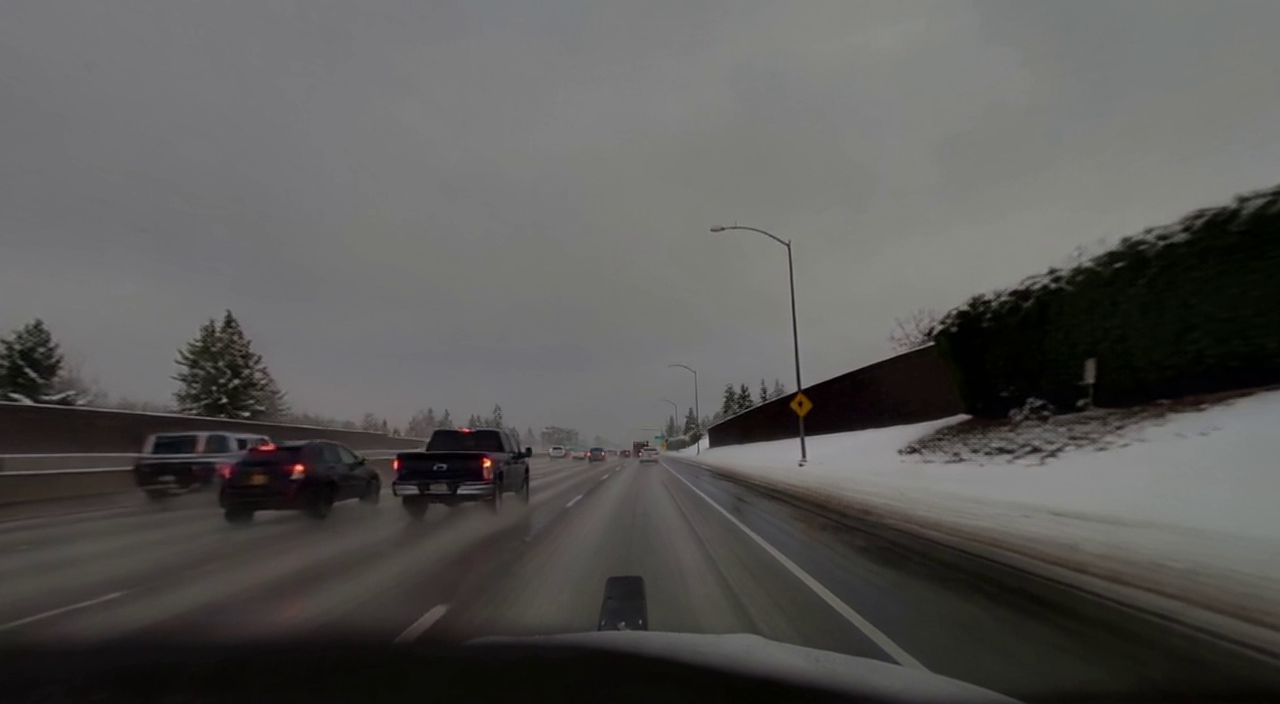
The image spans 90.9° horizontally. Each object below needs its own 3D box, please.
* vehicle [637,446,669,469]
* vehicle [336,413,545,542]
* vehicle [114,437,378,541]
[{"bbox_3d":[0.836,7.017,42.174,2.073,1.480,4.343,0,-9,0],"label":"vehicle"},{"bbox_3d":[-3.172,2.127,11.339,2.124,1.787,4.830,0,-9,0],"label":"vehicle"},{"bbox_3d":[-6.590,2.302,11.293,1.887,1.475,4.316,0,-9,1],"label":"vehicle"}]
